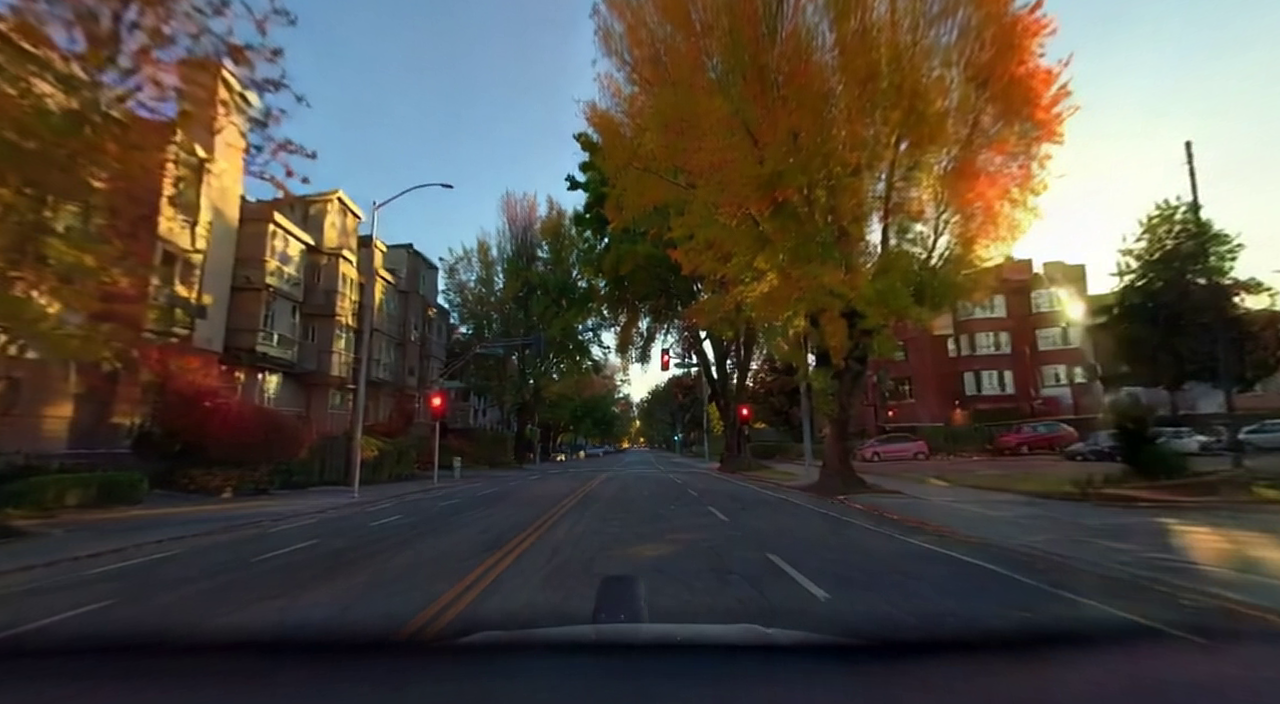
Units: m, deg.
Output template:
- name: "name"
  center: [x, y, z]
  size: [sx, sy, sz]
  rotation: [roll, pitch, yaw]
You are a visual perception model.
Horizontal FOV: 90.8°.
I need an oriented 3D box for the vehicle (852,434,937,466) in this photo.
- name: "vehicle"
  center: [14.503, 5.636, 36.288]
  size: [4.365, 1.702, 1.897]
  rotation: [-3, -9, 18]
